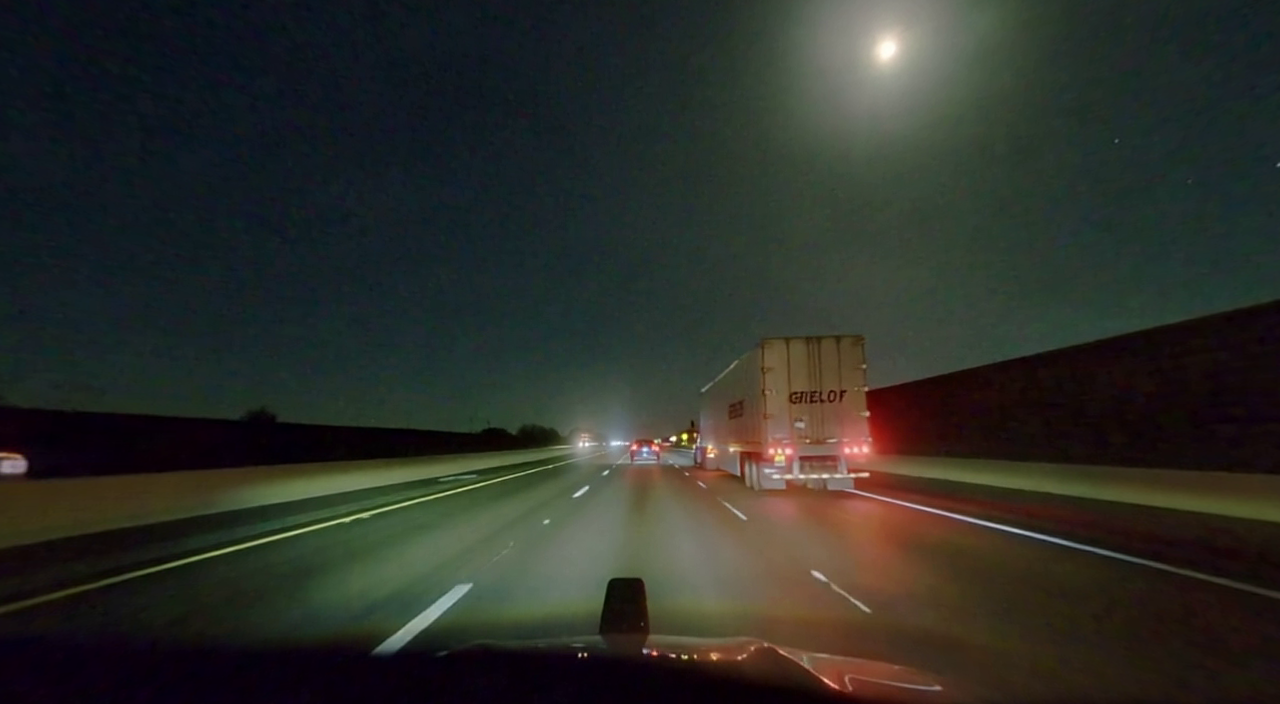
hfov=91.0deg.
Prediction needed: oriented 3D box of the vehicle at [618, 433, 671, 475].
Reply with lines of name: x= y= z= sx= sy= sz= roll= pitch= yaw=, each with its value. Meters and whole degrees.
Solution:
vehicle: x=0.203 y=4.335 z=26.975 sx=2.111 sy=1.635 sz=4.177 roll=0 pitch=-8 yaw=1

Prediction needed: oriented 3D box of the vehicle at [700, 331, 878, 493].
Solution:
vehicle: x=4.497 y=2.568 z=23.609 sx=2.936 sy=4.125 sz=15.204 roll=0 pitch=-8 yaw=0
